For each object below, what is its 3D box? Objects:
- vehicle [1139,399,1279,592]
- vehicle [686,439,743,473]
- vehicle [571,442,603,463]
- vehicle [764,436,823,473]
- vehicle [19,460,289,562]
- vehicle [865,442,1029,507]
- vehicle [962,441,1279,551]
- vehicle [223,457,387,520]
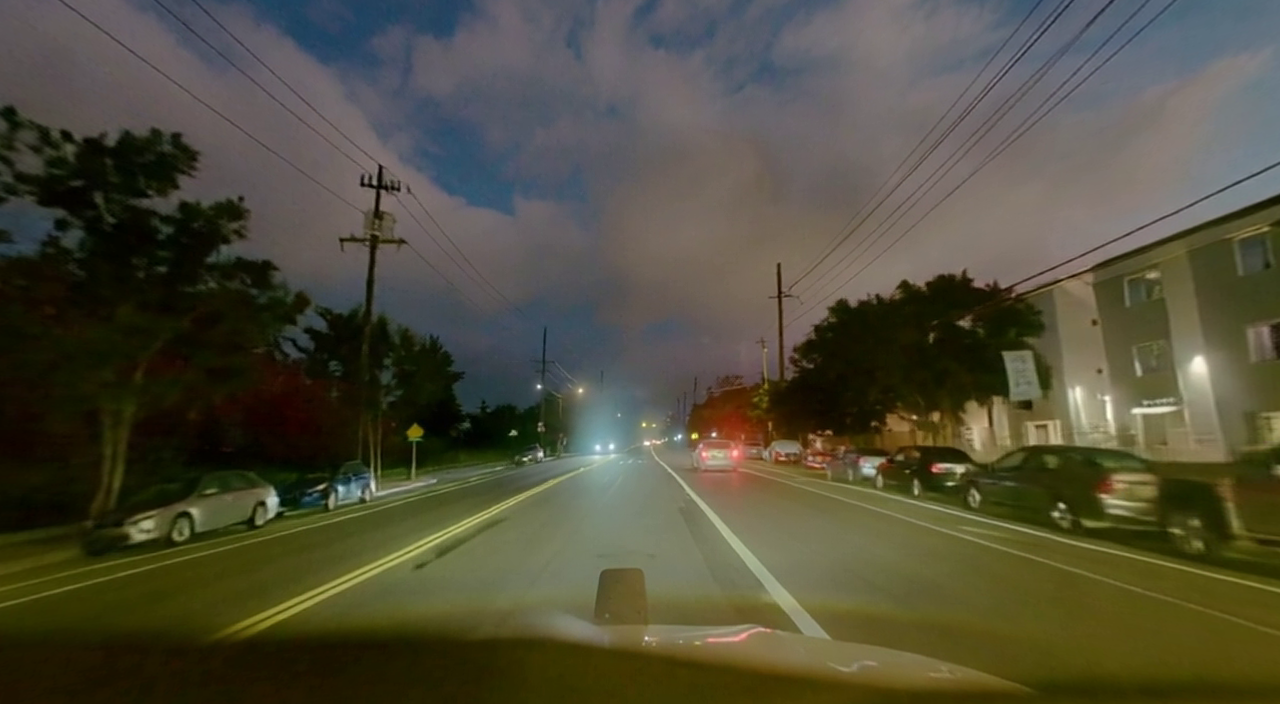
[{"bbox_3d":[7.625,1.256,5.084,2.250,1.935,6.052,0,-9,0],"label":"vehicle"},{"bbox_3d":[3.519,5.029,30.643,2.059,1.489,4.629,0,-9,-2],"label":"vehicle"},{"bbox_3d":[-4.028,7.704,48.404,1.989,1.474,4.112,-1,-9,2],"label":"vehicle"},{"bbox_3d":[7.939,5.354,33.086,1.879,1.765,4.339,0,-9,-1],"label":"vehicle"},{"bbox_3d":[-9.426,3.057,12.859,1.944,1.524,4.404,-2,-9,1],"label":"vehicle"},{"bbox_3d":[7.892,3.164,16.831,2.093,1.472,4.434,0,-9,-1],"label":"vehicle"},{"bbox_3d":[7.687,2.265,10.709,1.943,1.441,4.494,0,-9,-2],"label":"vehicle"},{"bbox_3d":[-9.340,3.801,18.174,2.117,1.474,4.740,0,-9,0],"label":"vehicle"}]
